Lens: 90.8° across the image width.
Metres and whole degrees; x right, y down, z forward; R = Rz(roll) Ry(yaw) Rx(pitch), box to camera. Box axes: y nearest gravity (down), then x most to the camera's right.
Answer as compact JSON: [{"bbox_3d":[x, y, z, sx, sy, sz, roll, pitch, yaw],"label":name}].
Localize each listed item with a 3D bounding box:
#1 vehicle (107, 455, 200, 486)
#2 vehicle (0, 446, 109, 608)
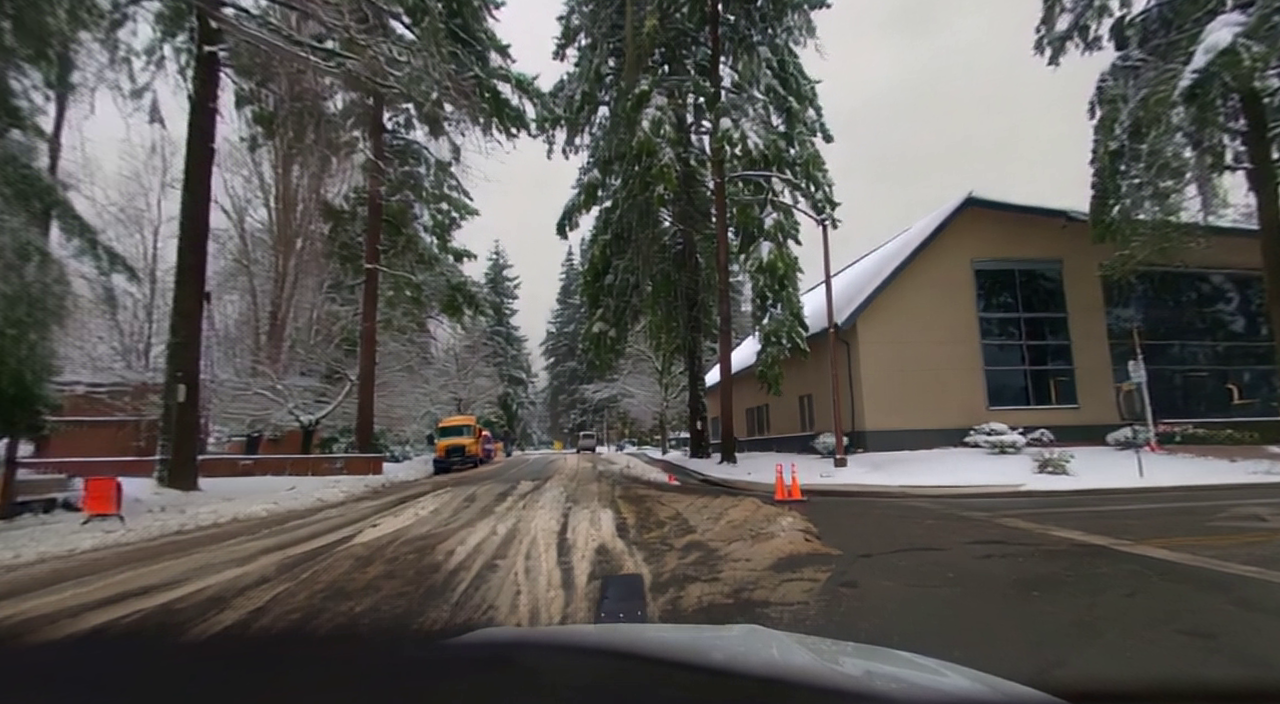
[{"bbox_3d":[-25.204,6.118,32.928,1.771,1.432,4.363,1,-8,-8],"label":"vehicle"},{"bbox_3d":[-7.974,1.501,4.289,2.961,1.701,7.563,1,-8,-7],"label":"vehicle"}]
